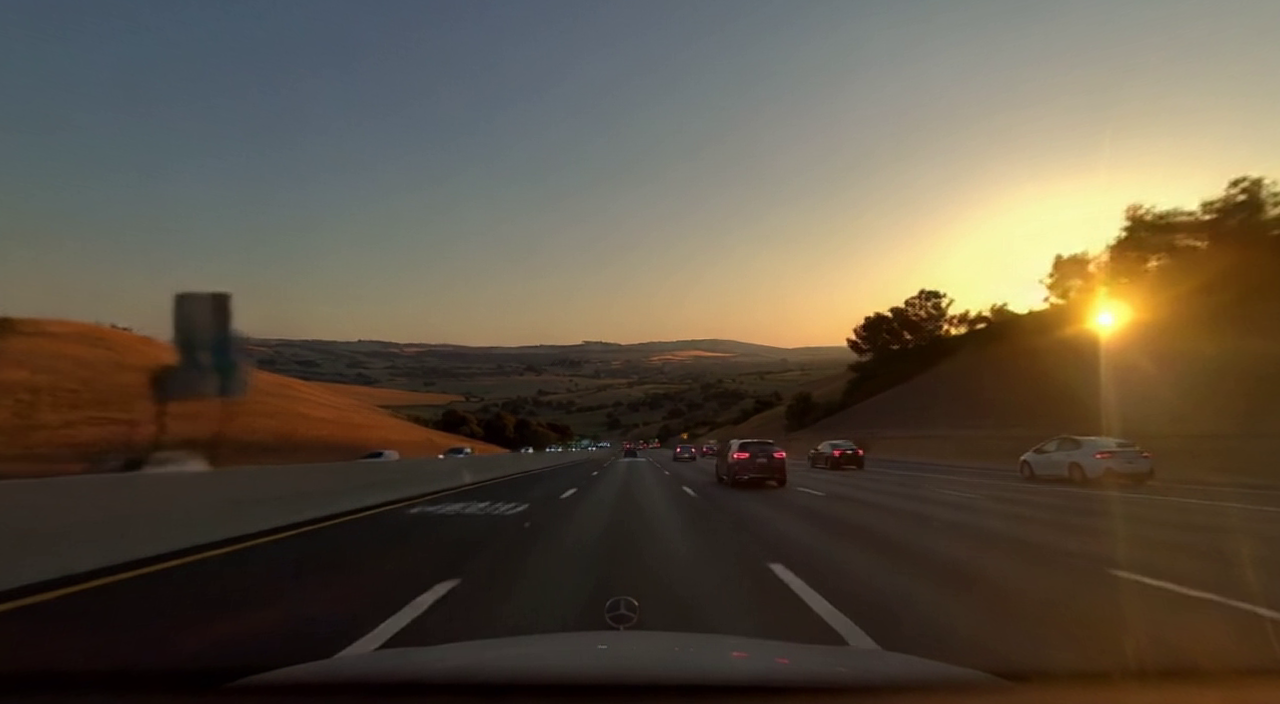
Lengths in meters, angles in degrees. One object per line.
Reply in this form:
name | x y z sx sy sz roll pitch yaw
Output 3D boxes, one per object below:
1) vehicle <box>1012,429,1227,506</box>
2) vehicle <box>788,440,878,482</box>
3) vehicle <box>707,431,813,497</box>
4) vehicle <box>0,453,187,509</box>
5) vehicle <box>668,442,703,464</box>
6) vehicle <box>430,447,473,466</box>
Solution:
vehicle | 11.055 2.667 15.039 1.844 1.560 4.085 0 -8 -1
vehicle | 7.155 4.070 23.910 1.952 1.442 4.259 0 -8 -1
vehicle | 3.200 3.108 17.878 1.977 1.601 4.598 0 -9 -1
vehicle | -14.523 3.405 17.131 1.583 1.220 3.939 0 -8 0
vehicle | 3.203 7.166 44.892 2.038 1.477 4.313 0 -9 -2
vehicle | -14.554 8.057 49.016 1.962 1.309 4.240 1 -8 2
